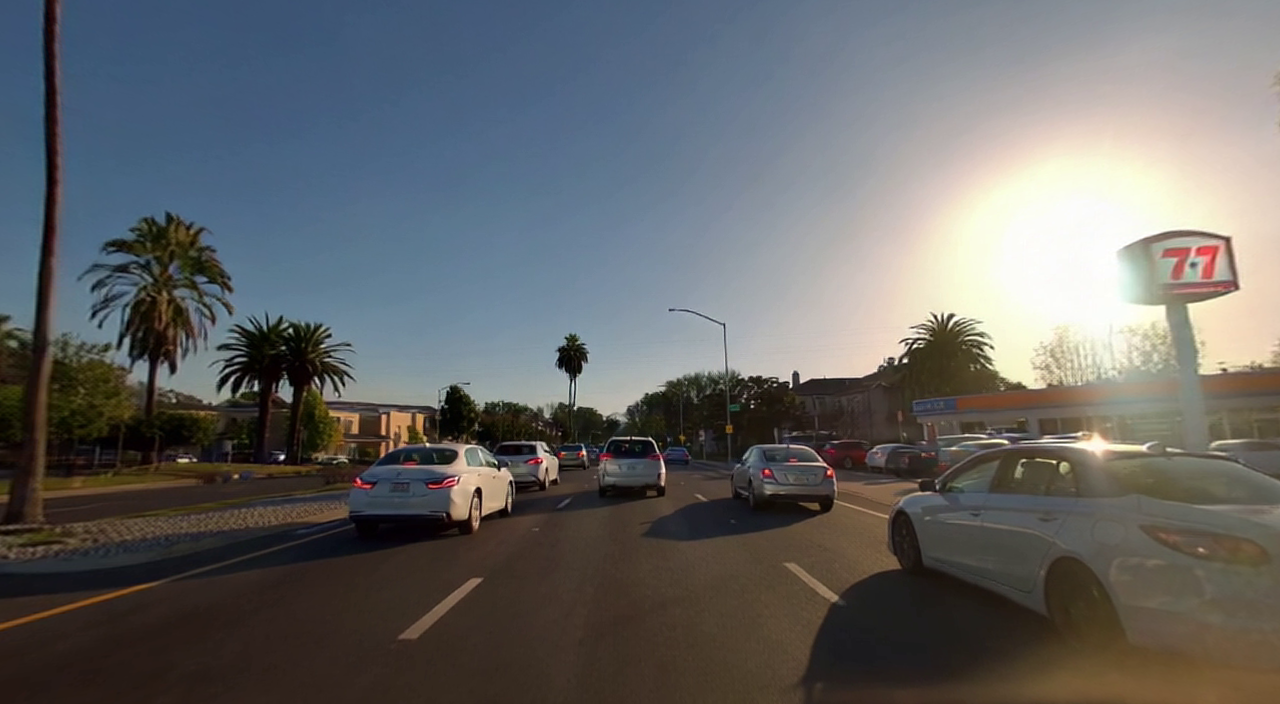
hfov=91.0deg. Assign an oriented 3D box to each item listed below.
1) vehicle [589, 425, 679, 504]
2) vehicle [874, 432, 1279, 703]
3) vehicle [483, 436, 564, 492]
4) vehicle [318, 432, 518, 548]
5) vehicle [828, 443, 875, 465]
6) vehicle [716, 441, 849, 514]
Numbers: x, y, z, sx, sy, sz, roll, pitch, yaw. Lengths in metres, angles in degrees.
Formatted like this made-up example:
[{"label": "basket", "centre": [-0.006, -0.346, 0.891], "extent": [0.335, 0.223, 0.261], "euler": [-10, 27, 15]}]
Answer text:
[{"label": "vehicle", "centre": [-0.144, 3.016, 17.319], "extent": [2.164, 1.867, 4.254], "euler": [0, -8, 0]}, {"label": "vehicle", "centre": [3.602, 1.384, 4.815], "extent": [1.867, 1.448, 4.436], "euler": [0, -8, -1]}, {"label": "vehicle", "centre": [-3.810, 3.721, 21.339], "extent": [1.932, 1.695, 4.235], "euler": [0, -8, 0]}, {"label": "vehicle", "centre": [-3.340, 2.136, 10.460], "extent": [1.864, 1.505, 4.202], "euler": [0, -8, -1]}, {"label": "vehicle", "centre": [13.720, 6.624, 41.026], "extent": [1.833, 1.392, 3.588], "euler": [0, -8, 0]}, {"label": "vehicle", "centre": [3.208, 2.915, 15.254], "extent": [1.977, 1.480, 4.589], "euler": [0, -8, -2]}]
